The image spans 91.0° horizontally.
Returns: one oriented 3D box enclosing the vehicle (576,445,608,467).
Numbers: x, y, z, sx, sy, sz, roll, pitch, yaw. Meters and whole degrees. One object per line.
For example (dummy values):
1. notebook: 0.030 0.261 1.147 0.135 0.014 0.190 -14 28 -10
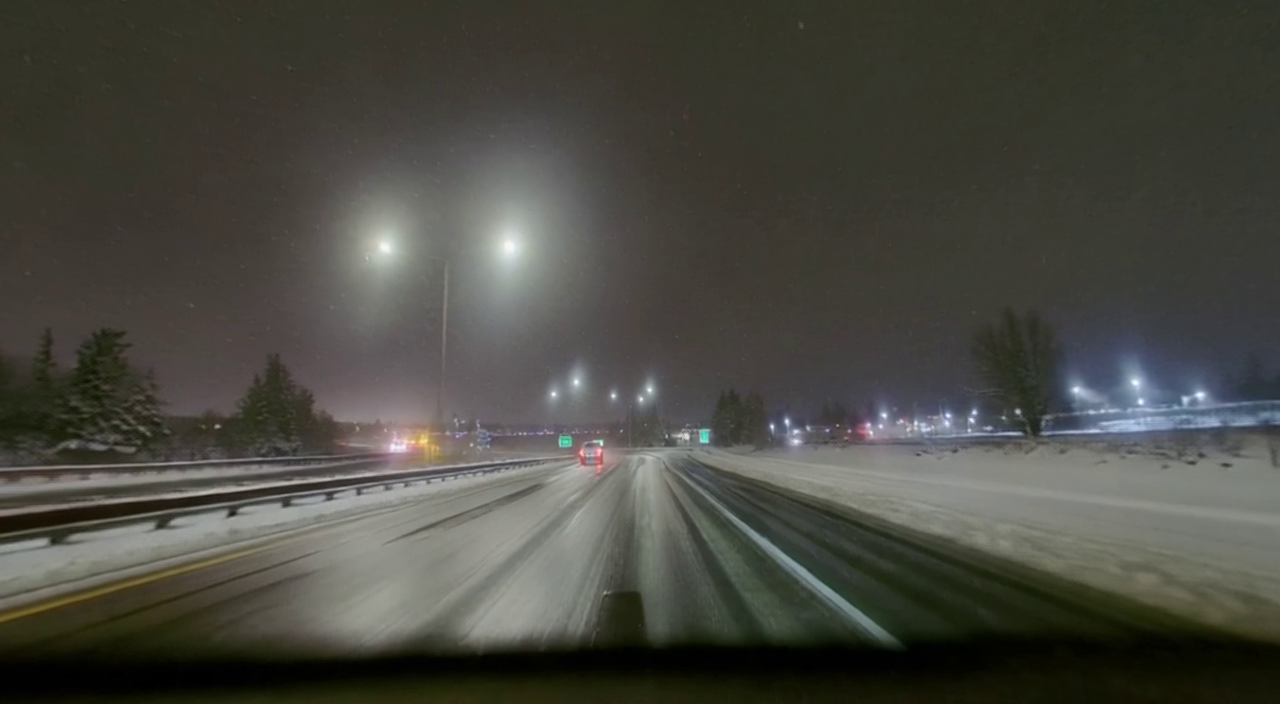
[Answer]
1. vehicle: -3.699 8.127 49.473 2.234 1.588 4.484 0 -8 -1
